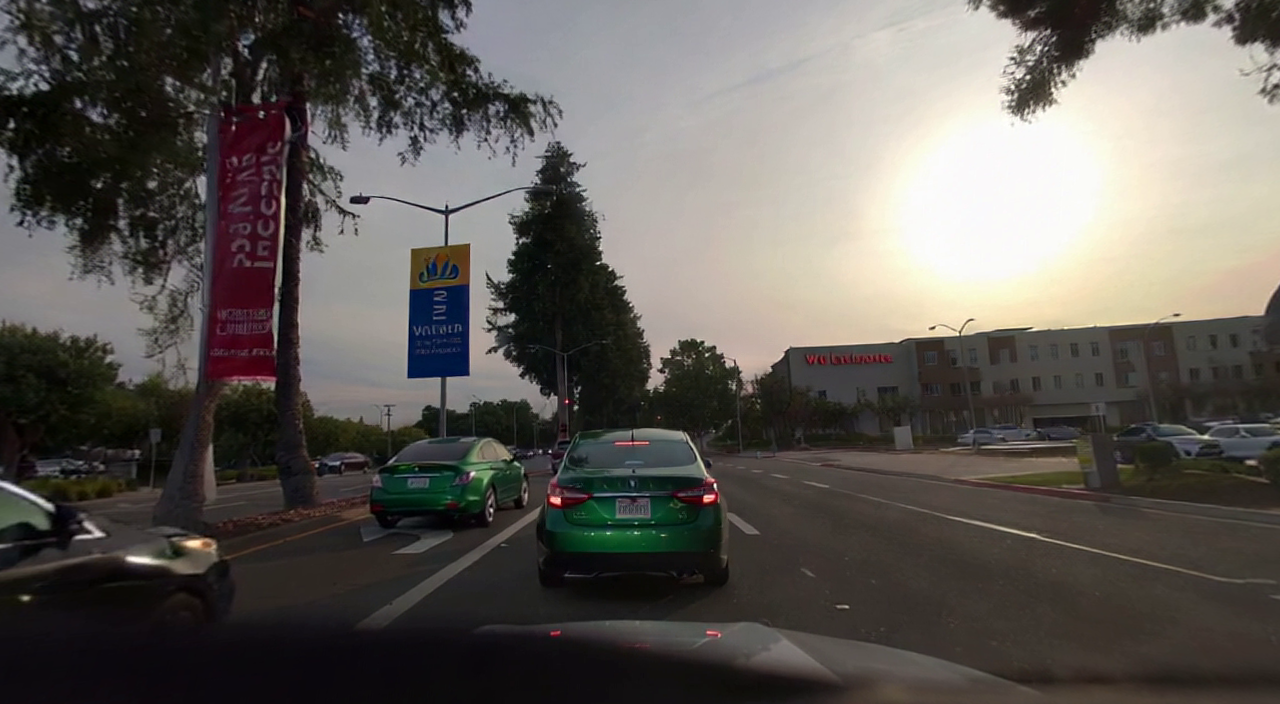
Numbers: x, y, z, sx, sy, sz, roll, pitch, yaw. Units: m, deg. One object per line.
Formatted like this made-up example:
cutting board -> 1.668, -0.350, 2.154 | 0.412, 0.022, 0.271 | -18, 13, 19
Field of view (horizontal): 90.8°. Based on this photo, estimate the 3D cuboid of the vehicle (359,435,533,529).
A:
vehicle -> -3.484, 2.413, 12.392 | 1.961, 1.487, 4.453 | 0, -8, 1

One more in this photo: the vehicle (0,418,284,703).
vehicle -> -3.330, 0.901, 1.864 | 1.952, 1.431, 4.383 | 0, -8, 1

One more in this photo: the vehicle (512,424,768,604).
vehicle -> -0.054, 1.640, 7.304 | 2.126, 1.475, 3.967 | 0, -8, -2

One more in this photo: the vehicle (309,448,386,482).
vehicle -> -16.324, 6.310, 35.555 | 2.221, 1.732, 4.426 | 0, -8, -1
